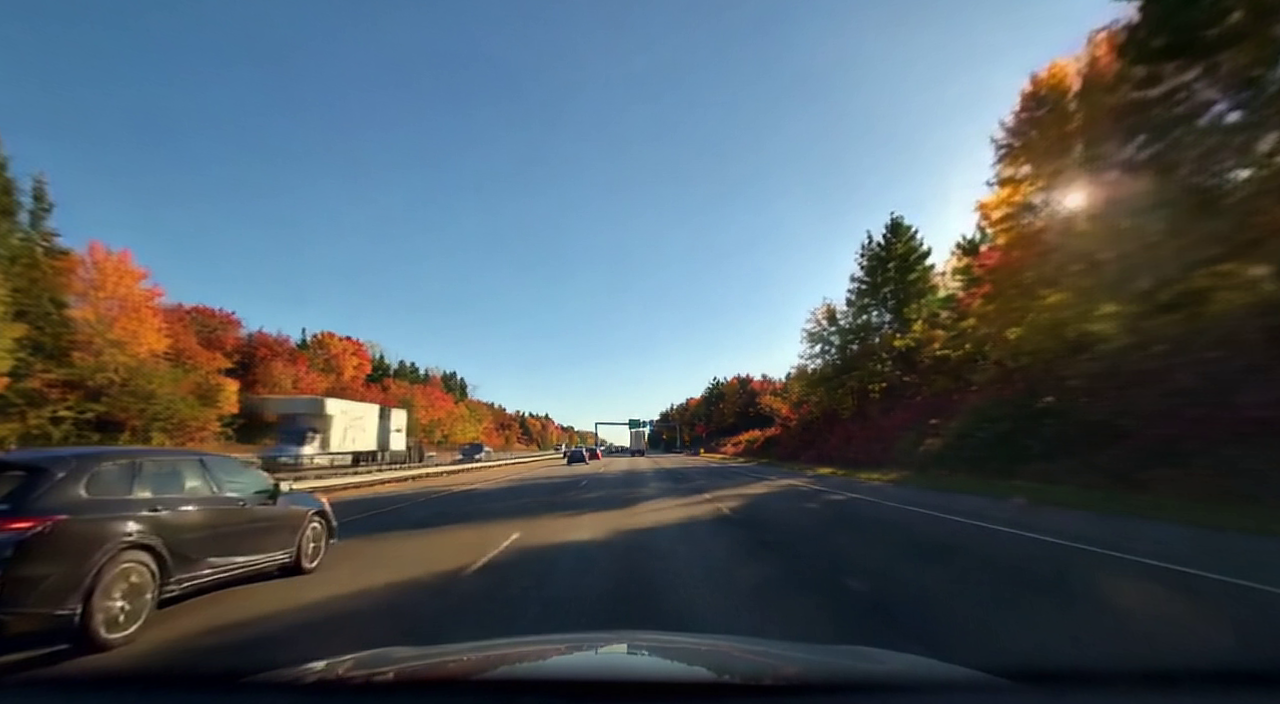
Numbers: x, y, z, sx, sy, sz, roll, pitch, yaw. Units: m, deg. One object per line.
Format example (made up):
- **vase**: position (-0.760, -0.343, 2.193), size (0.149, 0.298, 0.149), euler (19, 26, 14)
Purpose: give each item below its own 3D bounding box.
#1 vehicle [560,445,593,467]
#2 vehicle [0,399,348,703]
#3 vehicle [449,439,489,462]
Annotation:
- **vehicle**: position (-4.426, 7.348, 44.401), size (1.963, 1.475, 3.665), euler (0, -9, 0)
- **vehicle**: position (-4.275, 1.273, 4.854), size (2.071, 1.525, 4.058), euler (0, -9, 0)
- **vehicle**: position (-13.266, 7.691, 48.911), size (1.946, 1.640, 4.360), euler (0, -9, 0)
